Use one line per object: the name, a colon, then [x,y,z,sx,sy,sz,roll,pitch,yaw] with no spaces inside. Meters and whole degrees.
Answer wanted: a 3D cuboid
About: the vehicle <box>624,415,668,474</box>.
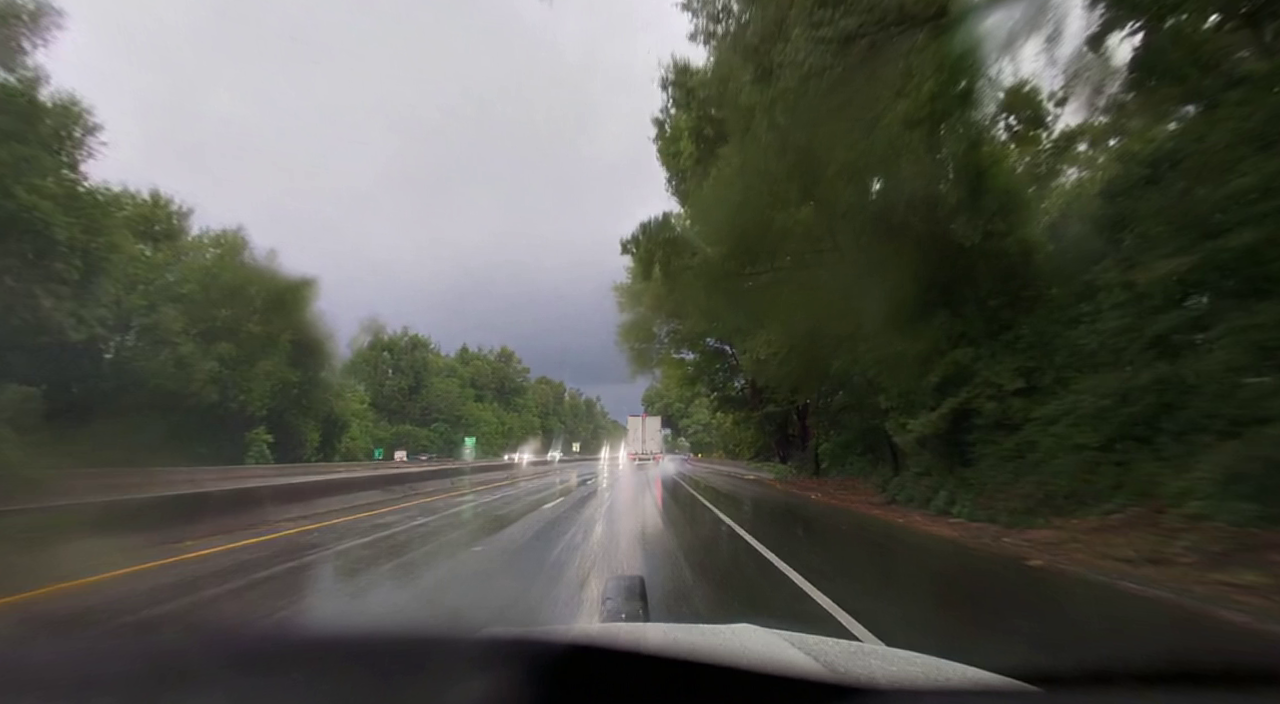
vehicle: [0.453,7.121,48.305,3.024,3.965,10.399,0,-9,0]
